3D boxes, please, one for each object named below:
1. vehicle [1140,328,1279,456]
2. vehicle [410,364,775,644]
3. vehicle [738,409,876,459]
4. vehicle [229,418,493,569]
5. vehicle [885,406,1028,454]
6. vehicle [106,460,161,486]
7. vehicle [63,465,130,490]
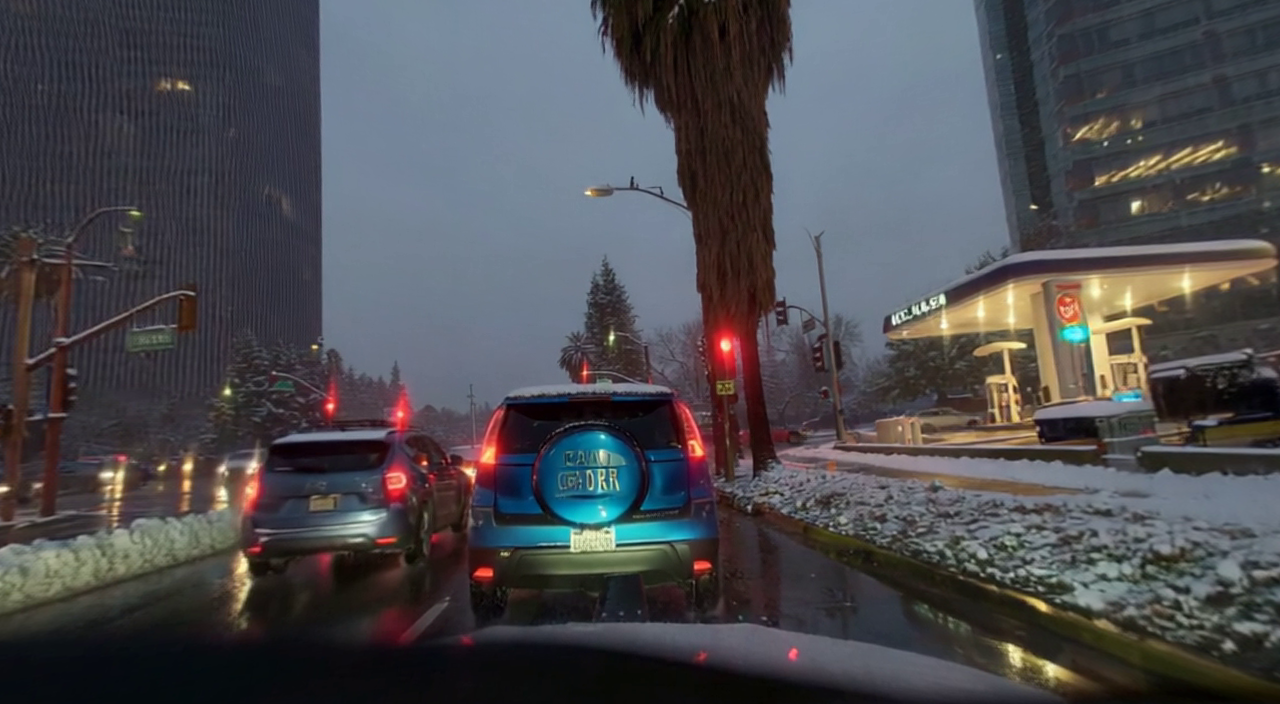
[{"bbox_3d":[9.999,0.634,8.837,4.374,1.571,1.963,0,-8,-4],"label":"vehicle"},{"bbox_3d":[-0.495,1.390,6.884,2.519,1.913,4.819,0,-8,-5],"label":"vehicle"},{"bbox_3d":[7.147,3.562,27.440,5.307,2.076,2.122,0,-8,-5],"label":"vehicle"},{"bbox_3d":[-3.760,1.982,9.784,2.097,1.692,5.030,0,-8,-4],"label":"vehicle"},{"bbox_3d":[13.814,3.439,27.794,5.033,1.999,2.259,0,-8,-3],"label":"vehicle"},{"bbox_3d":[-36.105,8.625,45.071,1.465,1.367,3.238,-6,-5,-5],"label":"vehicle"},{"bbox_3d":[-38.320,8.862,44.641,2.008,1.528,3.242,0,-8,-6],"label":"vehicle"}]
